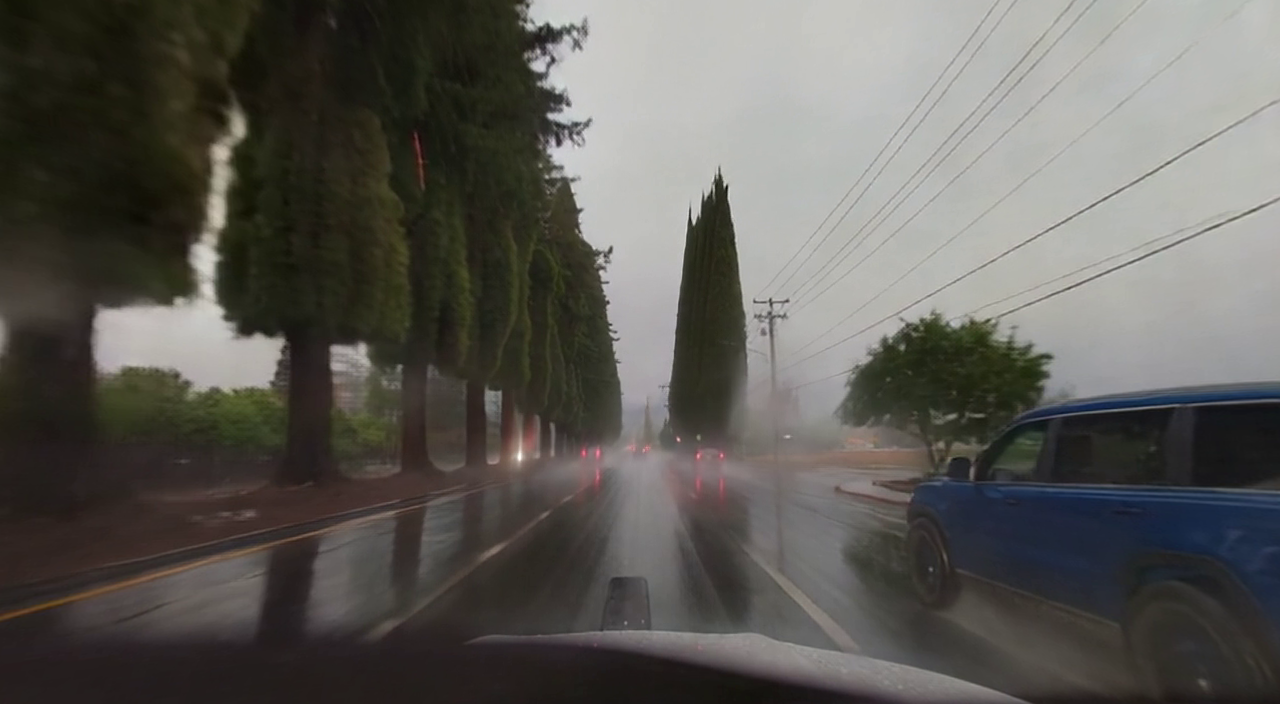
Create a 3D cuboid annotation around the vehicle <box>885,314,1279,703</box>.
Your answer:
[{"bbox_3d":[3.343,0.940,3.498,2.182,1.744,4.464,0,-8,1],"label":"vehicle"}]

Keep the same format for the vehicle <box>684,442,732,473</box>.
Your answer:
[{"bbox_3d":[3.361,5.305,31.927,1.906,1.468,4.422,0,-8,-1],"label":"vehicle"}]

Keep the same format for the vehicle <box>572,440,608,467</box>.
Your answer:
[{"bbox_3d":[-3.335,6.860,42.935,2.066,1.725,4.241,0,-8,1],"label":"vehicle"}]
